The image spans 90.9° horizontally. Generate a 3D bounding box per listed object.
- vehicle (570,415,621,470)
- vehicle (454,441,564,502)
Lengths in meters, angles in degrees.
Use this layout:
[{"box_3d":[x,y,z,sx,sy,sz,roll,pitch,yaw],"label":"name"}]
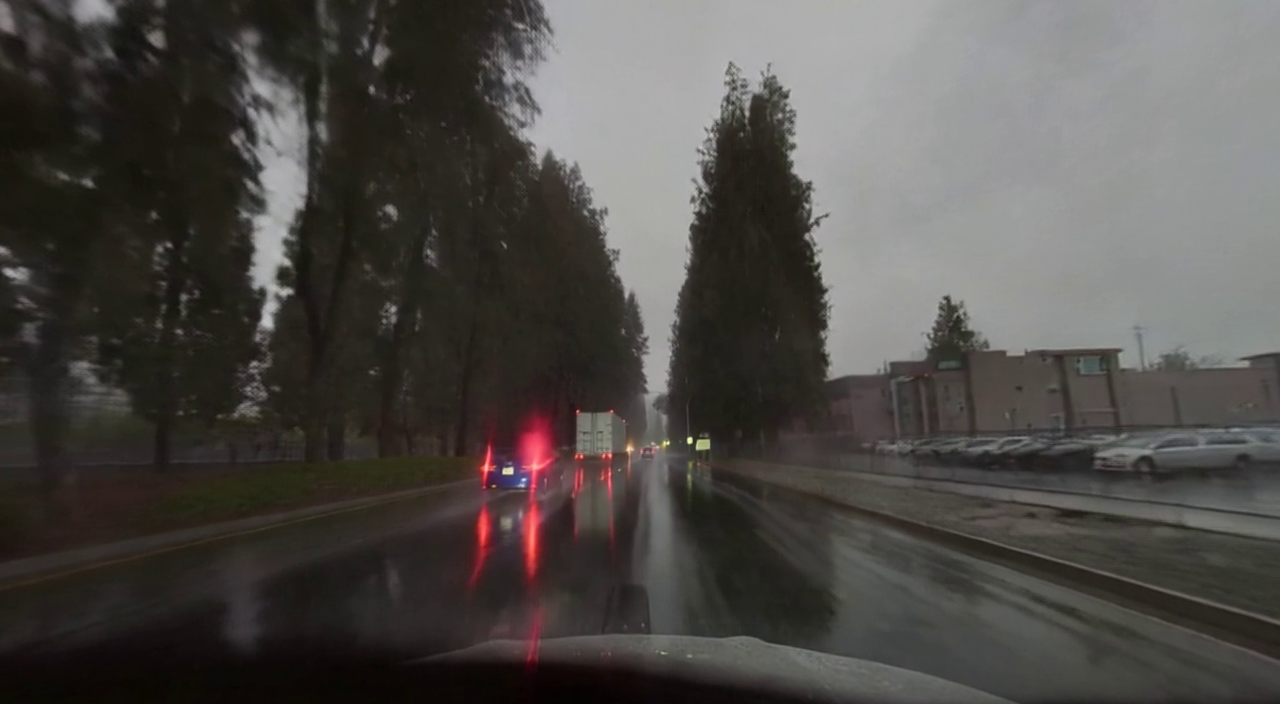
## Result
[{"box_3d":[-2.803,6.126,42.467,2.746,3.276,8.572,0,-9,1],"label":"vehicle"},{"box_3d":[-3.484,3.254,17.624,2.005,1.462,4.345,0,-9,2],"label":"vehicle"}]
